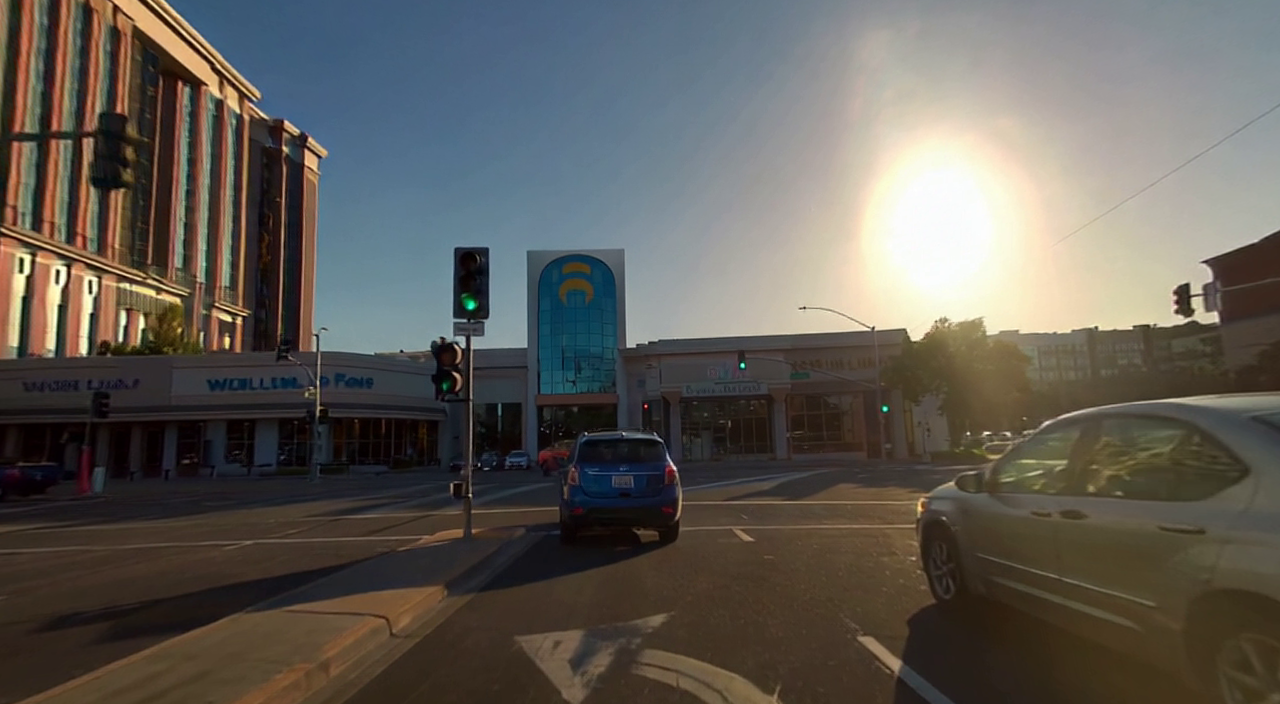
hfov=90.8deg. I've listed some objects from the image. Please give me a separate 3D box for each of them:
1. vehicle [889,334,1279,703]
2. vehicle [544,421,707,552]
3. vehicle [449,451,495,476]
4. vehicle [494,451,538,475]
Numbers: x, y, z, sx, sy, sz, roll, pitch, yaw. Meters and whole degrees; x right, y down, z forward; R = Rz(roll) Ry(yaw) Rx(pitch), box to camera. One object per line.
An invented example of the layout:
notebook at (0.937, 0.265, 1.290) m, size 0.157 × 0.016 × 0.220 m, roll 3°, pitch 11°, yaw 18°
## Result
vehicle at (3.214, 0.943, 3.244) m, size 2.040 × 1.674 × 4.455 m, roll 0°, pitch -9°, yaw 0°
vehicle at (-0.396, 2.175, 10.966) m, size 2.238 × 1.762 × 4.445 m, roll 1°, pitch -9°, yaw -5°
vehicle at (-11.857, 7.869, 44.818) m, size 2.005 × 1.596 × 4.342 m, roll -1°, pitch -9°, yaw 1°
vehicle at (-8.596, 7.709, 44.150) m, size 2.163 × 1.529 × 4.210 m, roll -1°, pitch -9°, yaw 1°
